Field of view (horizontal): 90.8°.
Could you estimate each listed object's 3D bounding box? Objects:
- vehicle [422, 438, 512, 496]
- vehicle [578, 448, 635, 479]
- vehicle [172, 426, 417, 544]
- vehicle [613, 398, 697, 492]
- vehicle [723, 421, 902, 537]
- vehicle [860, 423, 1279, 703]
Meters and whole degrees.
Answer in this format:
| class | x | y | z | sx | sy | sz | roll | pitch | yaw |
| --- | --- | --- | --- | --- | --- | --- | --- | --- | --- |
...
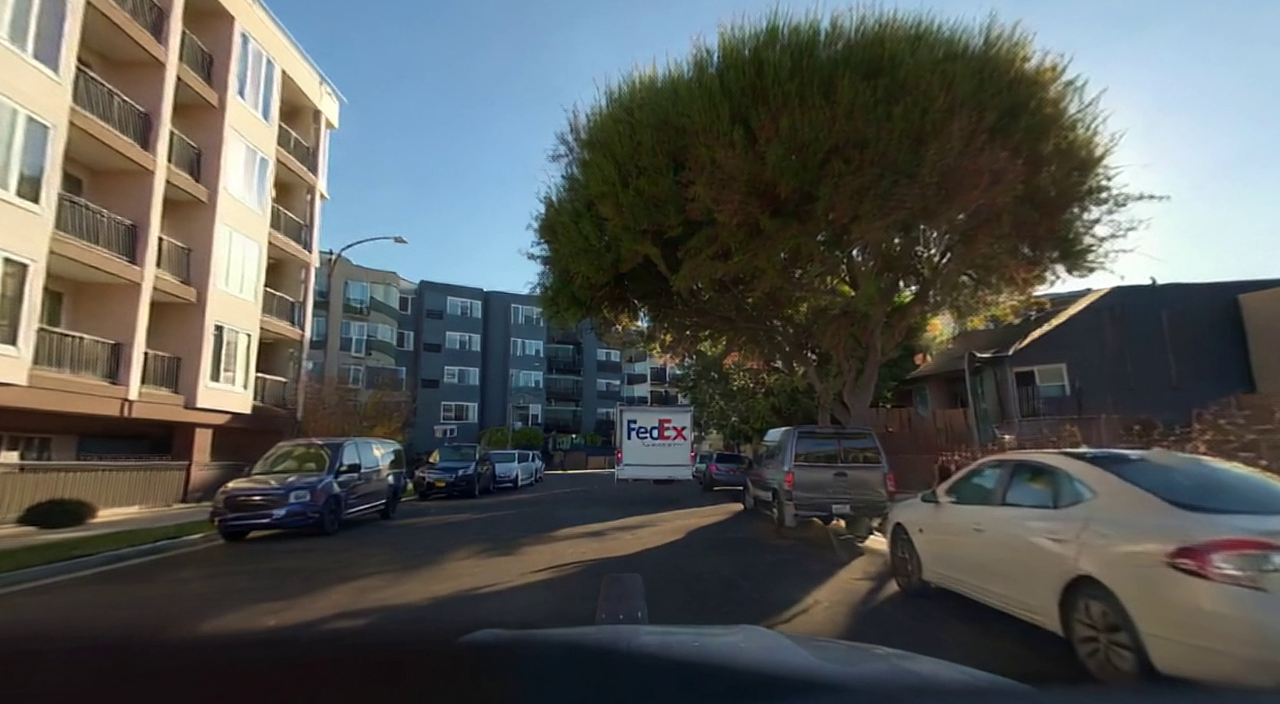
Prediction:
| class | x | y | z | sx | sy | sz | roll | pitch | yaw |
| --- | --- | --- | --- | --- | --- | --- | --- | --- | --- |
| vehicle | -6.103 | 4.086 | 22.884 | 2.020 | 1.867 | 4.654 | 0 | -9 | -1 |
| vehicle | -1.714 | 5.935 | 33.939 | 1.981 | 1.500 | 3.992 | -2 | -9 | 13 |
| vehicle | -5.981 | 2.321 | 11.721 | 2.089 | 1.757 | 4.256 | 0 | -8 | 0 |
| vehicle | 0.408 | 3.879 | 26.391 | 2.930 | 3.275 | 8.180 | 0 | -8 | -2 |
| vehicle | 3.364 | 2.612 | 13.797 | 2.221 | 1.991 | 5.564 | 0 | -9 | -1 |
| vehicle | 3.389 | 1.373 | 4.774 | 1.877 | 1.500 | 4.407 | 0 | -9 | 0 |
